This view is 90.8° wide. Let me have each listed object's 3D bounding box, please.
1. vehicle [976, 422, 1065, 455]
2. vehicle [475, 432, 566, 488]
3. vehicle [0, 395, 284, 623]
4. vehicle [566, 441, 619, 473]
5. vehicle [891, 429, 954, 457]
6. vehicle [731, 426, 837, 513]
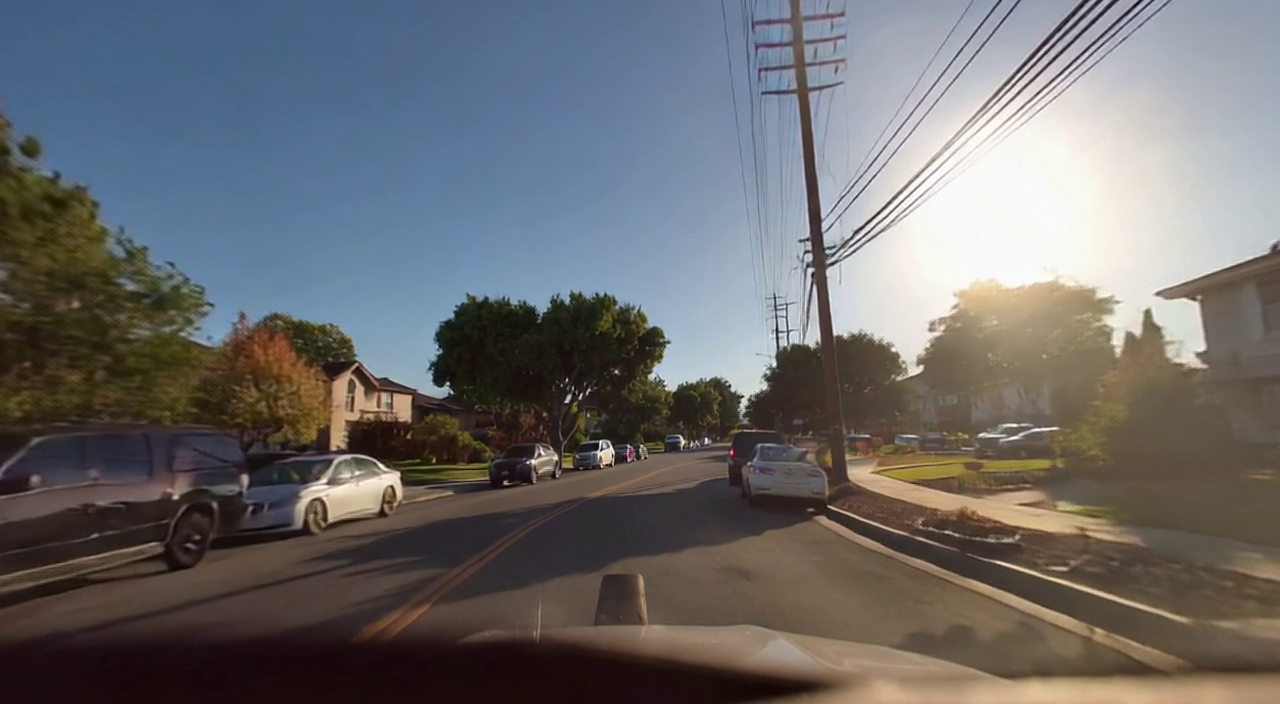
[{"bbox_3d":[22.799,5.272,38.124,2.253,1.805,4.842,1,-9,-1],"label":"vehicle"},{"bbox_3d":[-5.063,4.725,27.575,2.353,2.037,5.358,-5,-11,6],"label":"vehicle"},{"bbox_3d":[-7.130,1.803,7.604,2.250,2.081,6.553,-3,-9,-3],"label":"vehicle"},{"bbox_3d":[-2.889,6.585,39.942,2.192,1.873,4.985,-1,-9,9],"label":"vehicle"},{"bbox_3d":[17.547,5.686,39.409,2.079,1.675,3.855,0,-9,-1],"label":"vehicle"},{"bbox_3d":[3.420,2.874,16.004,2.032,1.810,5.047,-1,-9,6],"label":"vehicle"}]
